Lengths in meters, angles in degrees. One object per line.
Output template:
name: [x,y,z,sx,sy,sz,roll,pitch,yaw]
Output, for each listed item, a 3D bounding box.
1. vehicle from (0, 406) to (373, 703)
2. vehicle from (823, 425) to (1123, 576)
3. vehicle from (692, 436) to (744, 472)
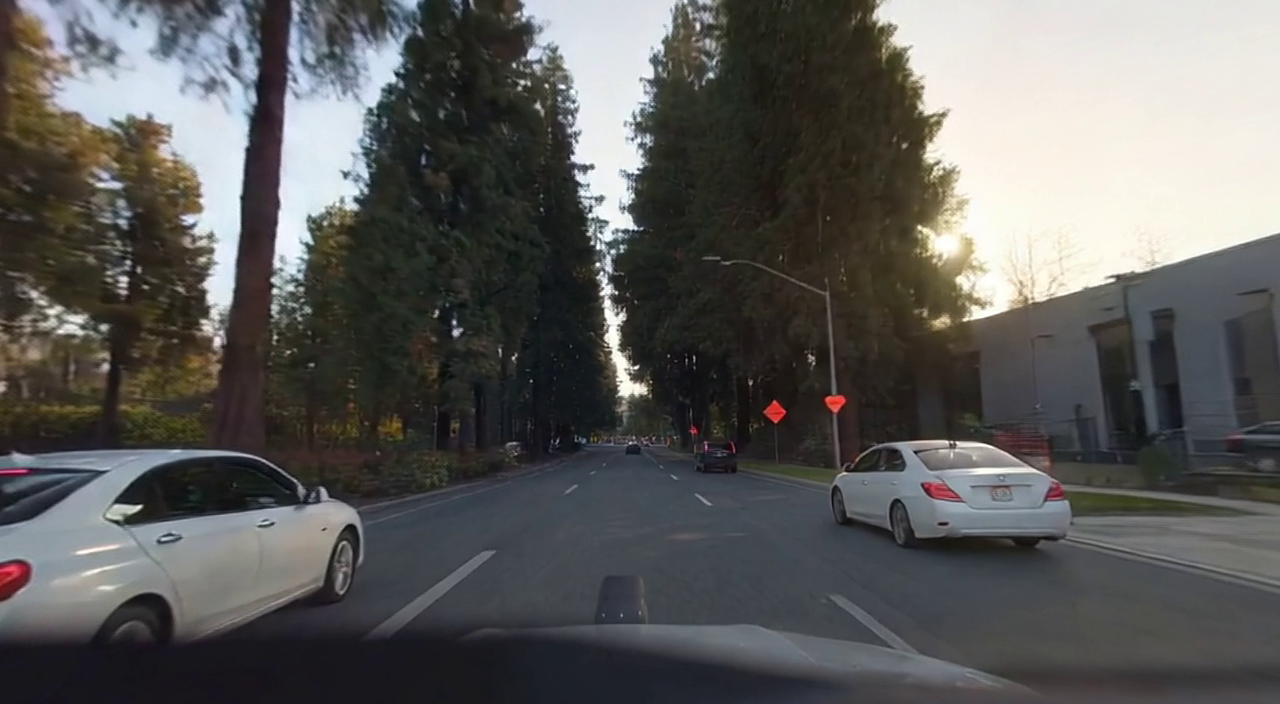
vehicle: [-3.521,1.171,3.863,2.020,1.474,4.098,0,-9,-1]
vehicle: [3.906,1.777,8.287,1.827,1.491,3.743,0,-9,-1]
vehicle: [4.109,5.479,34.077,2.159,1.793,4.735,0,-9,-1]
